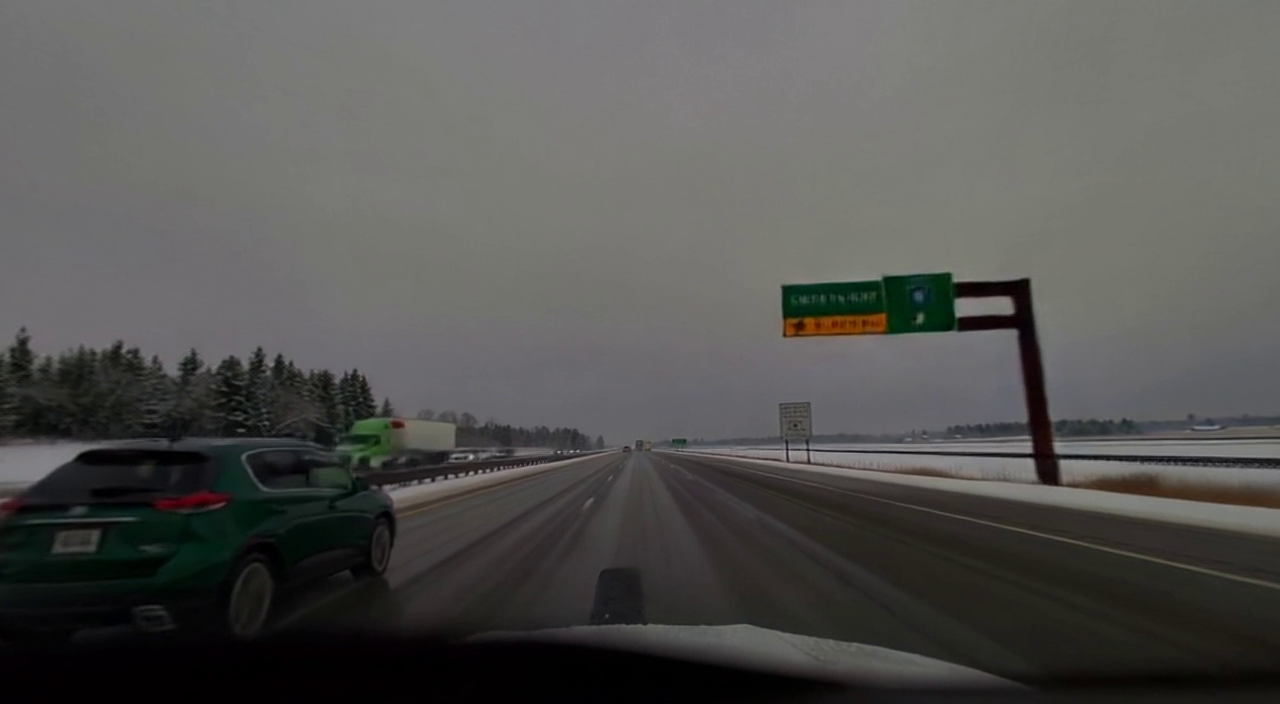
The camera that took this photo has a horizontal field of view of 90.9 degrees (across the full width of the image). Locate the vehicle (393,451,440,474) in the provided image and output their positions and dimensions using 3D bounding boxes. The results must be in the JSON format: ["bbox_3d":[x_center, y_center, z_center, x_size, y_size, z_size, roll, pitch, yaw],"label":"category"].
[{"bbox_3d":[-14.851,7.354,42.069,1.738,1.406,3.621,0,-9,1],"label":"vehicle"}]

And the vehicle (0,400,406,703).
[{"bbox_3d":[-3.514,1.282,4.887,1.815,1.500,4.036,0,-9,0],"label":"vehicle"}]

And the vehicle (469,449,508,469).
[{"bbox_3d":[-11.166,7.908,46.748,1.921,1.444,3.819,0,-9,0],"label":"vehicle"}]
